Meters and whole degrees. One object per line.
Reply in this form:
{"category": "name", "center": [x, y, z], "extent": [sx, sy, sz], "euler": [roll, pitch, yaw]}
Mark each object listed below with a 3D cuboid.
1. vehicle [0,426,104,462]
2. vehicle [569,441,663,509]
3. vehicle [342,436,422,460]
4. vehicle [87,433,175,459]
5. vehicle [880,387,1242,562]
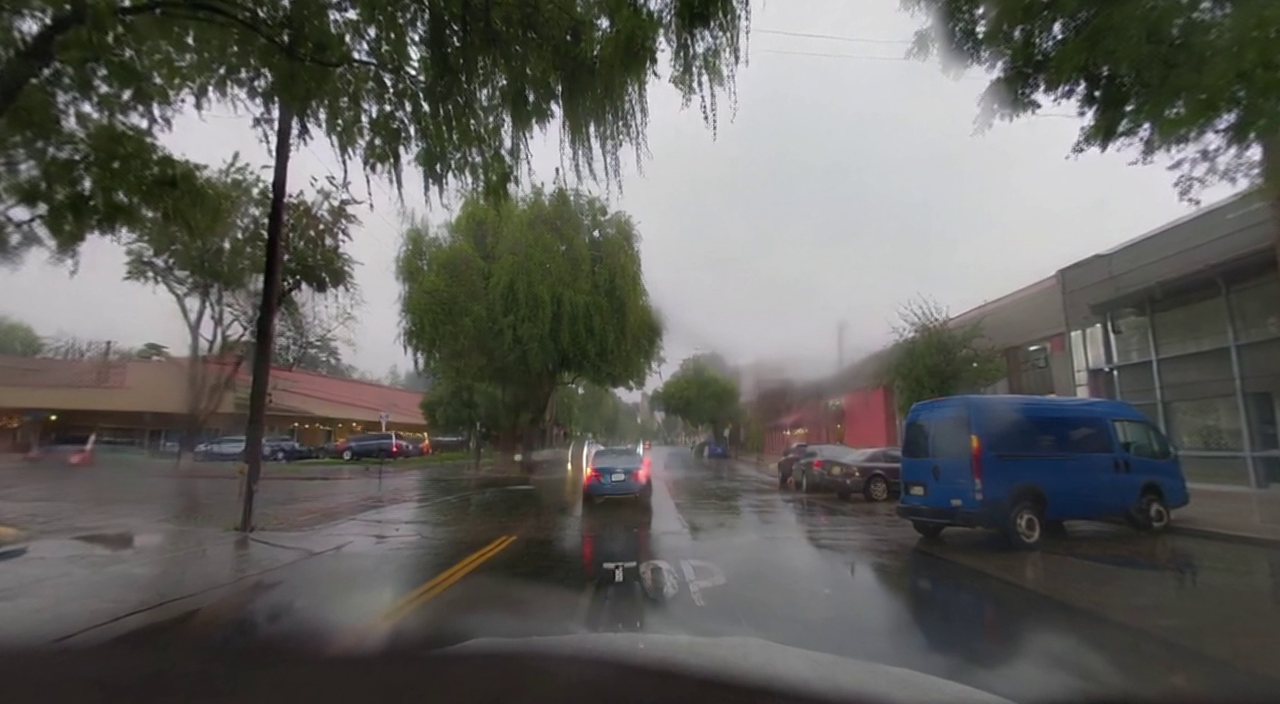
{"category": "vehicle", "center": [-31.775, 4.890, 33.632], "extent": [4.438, 1.814, 2.044], "euler": [0, -8, -2]}
{"category": "vehicle", "center": [-0.716, 3.036, 16.153], "extent": [2.065, 1.450, 4.522], "euler": [1, -9, -5]}
{"category": "vehicle", "center": [-18.349, 6.840, 45.165], "extent": [4.892, 1.679, 1.927], "euler": [1, -9, -6]}
{"category": "vehicle", "center": [-31.792, 5.862, 39.505], "extent": [3.915, 1.574, 1.850], "euler": [0, -9, 4]}
{"category": "vehicle", "center": [6.662, 1.821, 9.977], "extent": [5.385, 2.146, 2.143], "euler": [4, -9, -25]}
